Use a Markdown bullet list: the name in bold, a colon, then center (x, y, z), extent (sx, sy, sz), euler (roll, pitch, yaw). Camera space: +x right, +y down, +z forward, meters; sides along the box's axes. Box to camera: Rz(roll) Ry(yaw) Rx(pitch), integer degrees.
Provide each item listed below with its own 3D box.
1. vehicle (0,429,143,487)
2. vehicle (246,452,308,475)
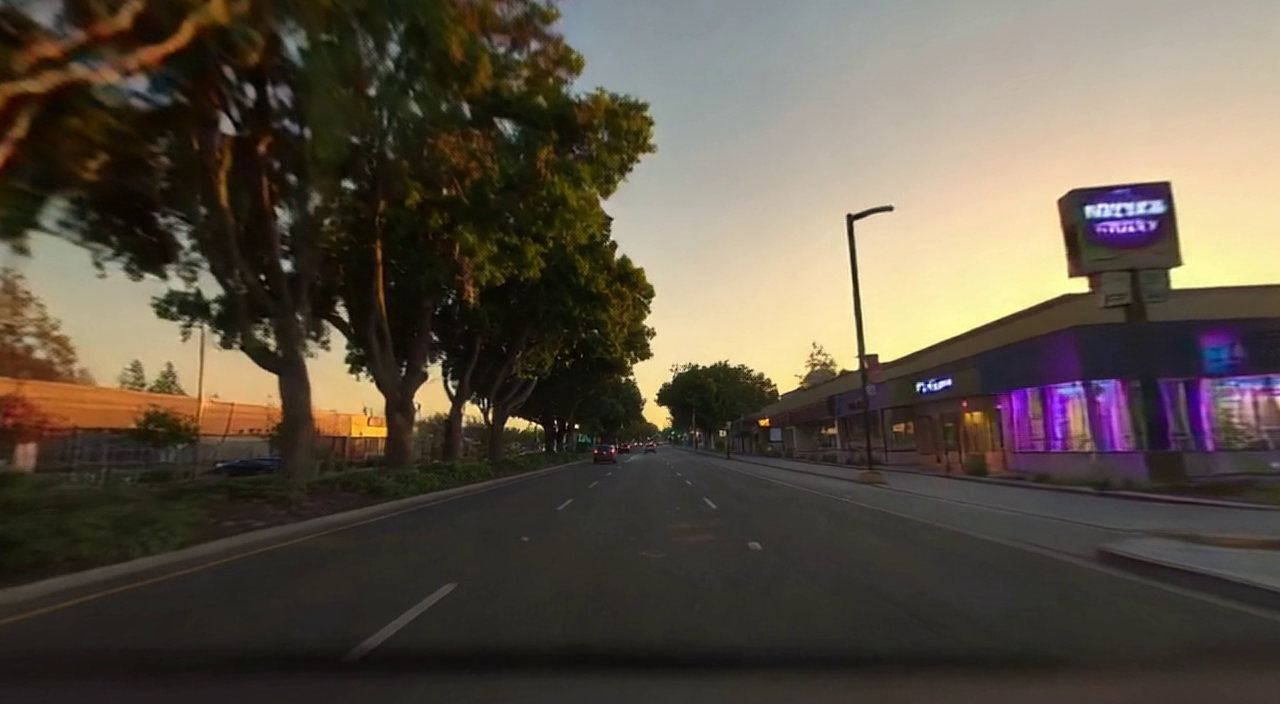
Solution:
- **vehicle**: center (-29.565, 5.442, 32.408), extent (5.890, 2.815, 2.228), euler (0, -8, -2)
- **vehicle**: center (-26.163, 8.027, 45.585), extent (1.850, 1.477, 4.492), euler (0, -8, 0)
